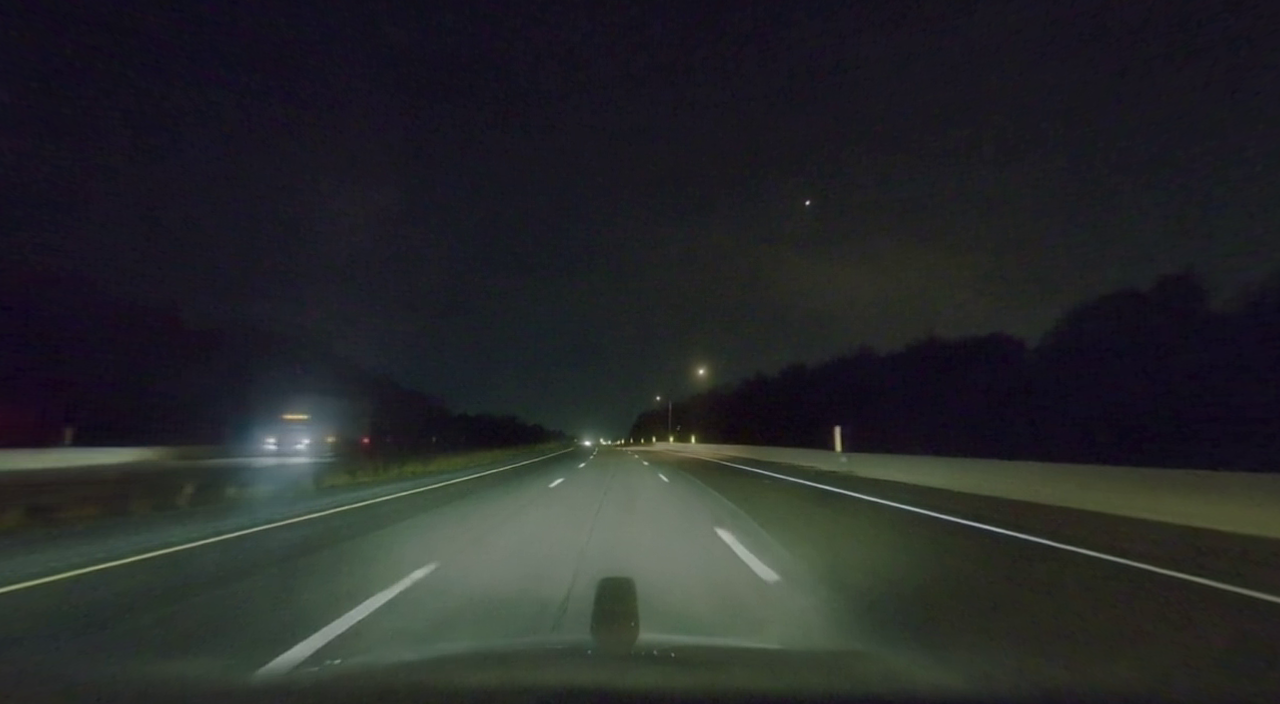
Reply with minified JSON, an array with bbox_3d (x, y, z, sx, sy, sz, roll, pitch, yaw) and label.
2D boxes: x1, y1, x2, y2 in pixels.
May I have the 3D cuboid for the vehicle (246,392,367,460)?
[{"bbox_3d":[-21.678,5.011,41.785,3.027,3.959,9.470,0,-8,-1],"label":"vehicle"}]
